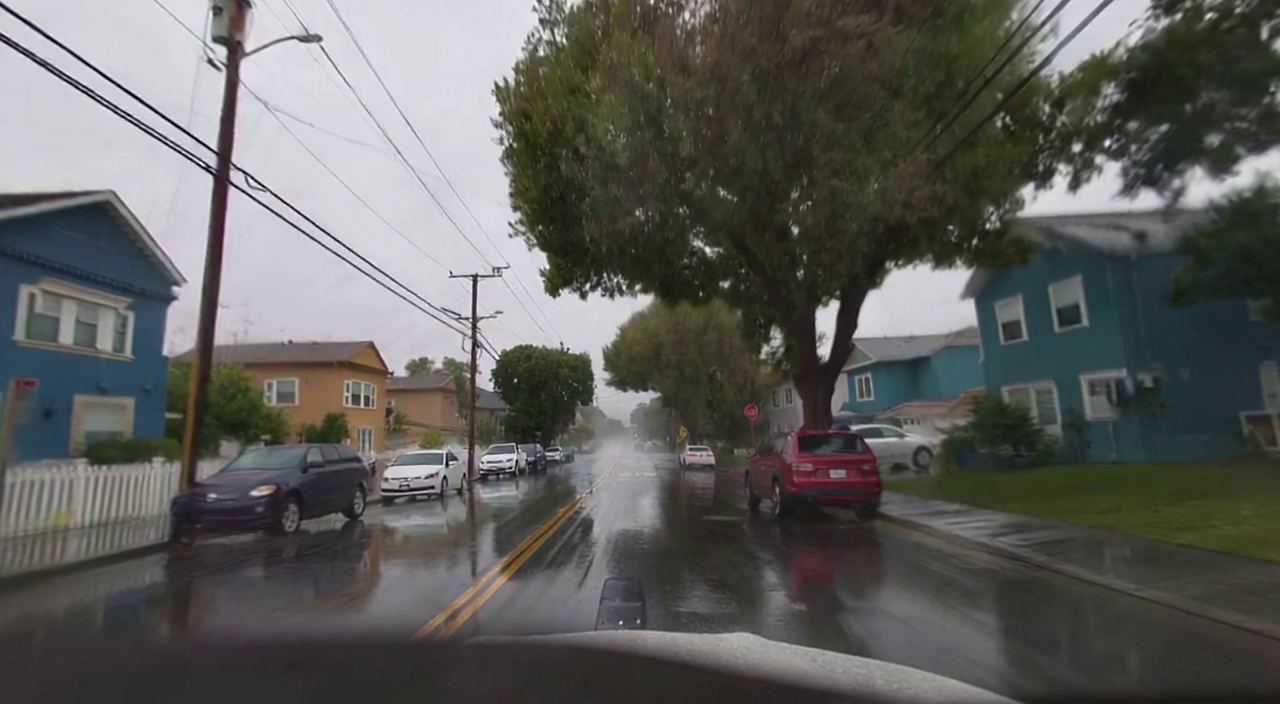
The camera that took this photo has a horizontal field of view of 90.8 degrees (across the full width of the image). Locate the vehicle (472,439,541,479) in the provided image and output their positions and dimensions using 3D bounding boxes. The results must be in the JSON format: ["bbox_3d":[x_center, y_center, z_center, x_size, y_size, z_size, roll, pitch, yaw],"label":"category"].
[{"bbox_3d":[-6.406,5.218,31.043,2.136,1.757,5.365,0,-9,1],"label":"vehicle"}]

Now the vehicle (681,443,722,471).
[{"bbox_3d":[3.598,6.311,38.057,1.963,1.536,5.446,0,-9,0],"label":"vehicle"}]

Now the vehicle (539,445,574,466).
[{"bbox_3d":[-6.433,8.022,49.054,2.056,1.481,4.451,0,-9,1],"label":"vehicle"}]

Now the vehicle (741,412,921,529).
[{"bbox_3d":[3.502,2.284,12.619,2.114,1.909,4.266,0,-9,-2],"label":"vehicle"}]

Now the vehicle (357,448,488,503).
[{"bbox_3d":[-6.460,3.697,19.392,2.211,1.469,4.380,-1,-9,4],"label":"vehicle"}]

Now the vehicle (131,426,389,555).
[{"bbox_3d":[-6.525,2.389,11.644,2.194,1.798,4.402,-2,-8,-3],"label":"vehicle"}]
